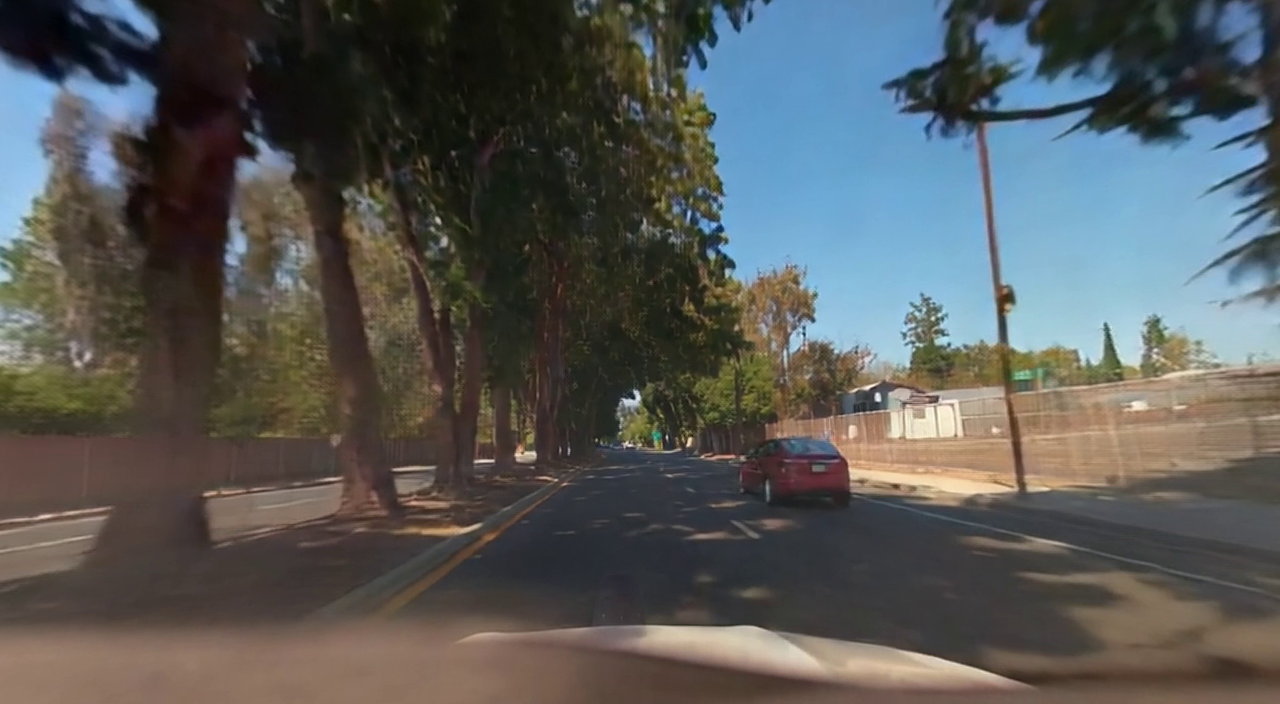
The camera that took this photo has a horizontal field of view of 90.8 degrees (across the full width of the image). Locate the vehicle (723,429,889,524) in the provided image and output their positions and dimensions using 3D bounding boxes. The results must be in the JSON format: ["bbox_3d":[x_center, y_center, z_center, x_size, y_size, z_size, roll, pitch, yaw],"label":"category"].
[{"bbox_3d":[2.996,2.354,12.478,1.985,1.529,4.316,0,-8,-2],"label":"vehicle"}]
